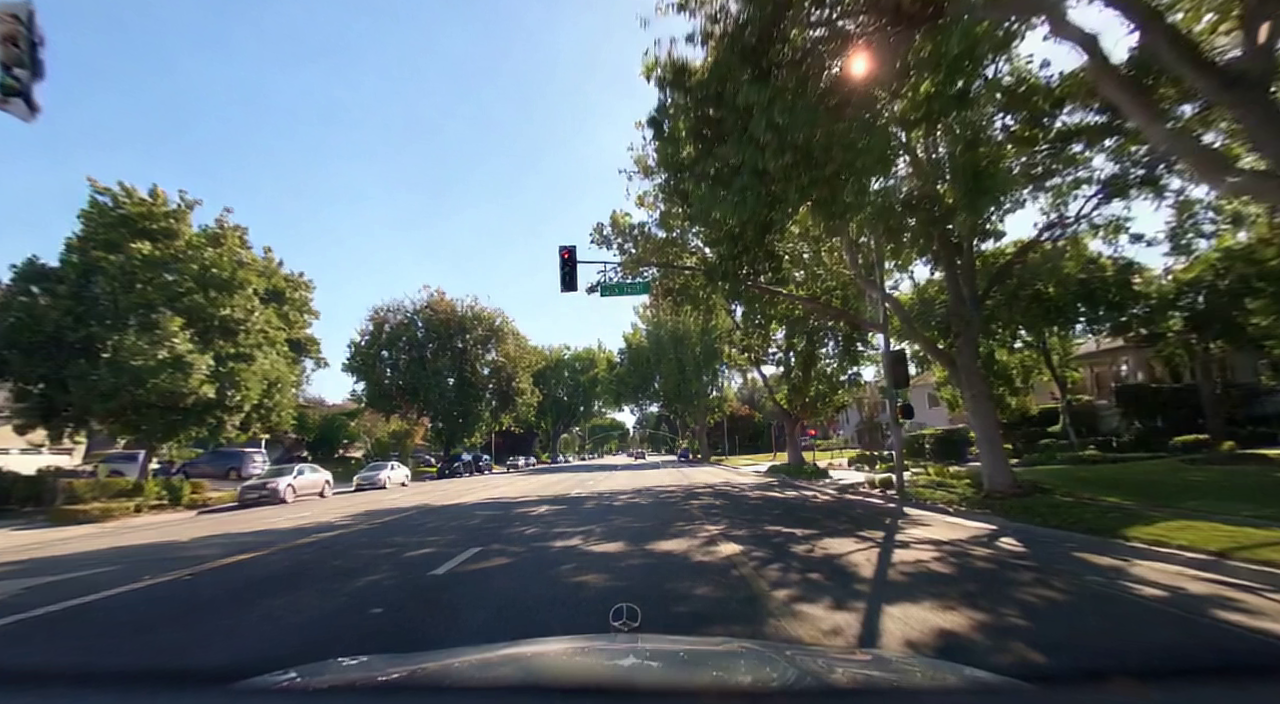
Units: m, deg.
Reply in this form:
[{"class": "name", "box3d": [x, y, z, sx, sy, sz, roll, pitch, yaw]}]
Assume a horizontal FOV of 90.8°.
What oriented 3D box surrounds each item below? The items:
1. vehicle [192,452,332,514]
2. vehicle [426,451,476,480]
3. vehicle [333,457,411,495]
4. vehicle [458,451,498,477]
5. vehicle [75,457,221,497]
[{"class": "vehicle", "box3d": [-12.919, 4.464, 22.004, 2.086, 1.720, 4.499, -3, -8, 0]}, {"class": "vehicle", "box3d": [-12.633, 7.625, 42.579, 1.882, 1.775, 4.904, 0, -9, 0]}, {"class": "vehicle", "box3d": [-12.737, 5.897, 30.311, 1.833, 1.464, 4.292, -4, -8, 1]}, {"class": "vehicle", "box3d": [-12.332, 8.554, 48.363, 1.882, 1.727, 3.945, -4, -8, 1]}, {"class": "vehicle", "box3d": [-21.357, 5.401, 27.678, 1.834, 1.486, 4.604, -4, -9, 23]}]
